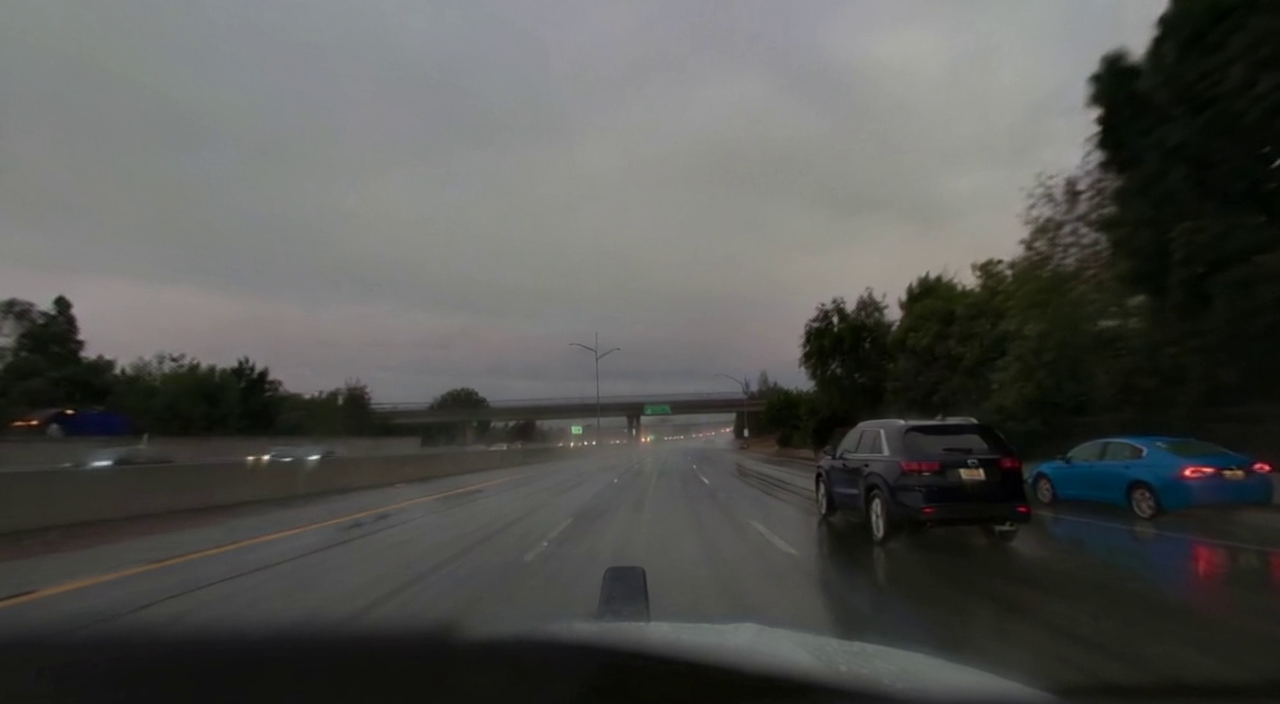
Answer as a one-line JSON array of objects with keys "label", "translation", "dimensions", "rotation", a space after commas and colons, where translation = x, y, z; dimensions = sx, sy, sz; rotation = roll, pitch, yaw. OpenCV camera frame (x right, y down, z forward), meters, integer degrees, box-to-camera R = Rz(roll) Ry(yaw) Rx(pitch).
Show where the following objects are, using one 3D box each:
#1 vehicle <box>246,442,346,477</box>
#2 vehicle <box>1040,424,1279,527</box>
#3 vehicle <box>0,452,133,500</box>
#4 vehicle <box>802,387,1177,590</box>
[{"label": "vehicle", "translation": [-16.696, 5.207, 30.954], "dimensions": [2.000, 1.557, 4.784], "rotation": [-1, -8, 3]}, {"label": "vehicle", "translation": [10.325, 2.309, 12.375], "dimensions": [2.024, 1.628, 4.417], "rotation": [0, -8, 0]}, {"label": "vehicle", "translation": [-20.939, 4.335, 22.453], "dimensions": [1.800, 1.469, 4.518], "rotation": [0, -8, 2]}, {"label": "vehicle", "translation": [3.592, 1.499, 7.757], "dimensions": [2.019, 1.732, 4.579], "rotation": [0, -8, 1]}]
